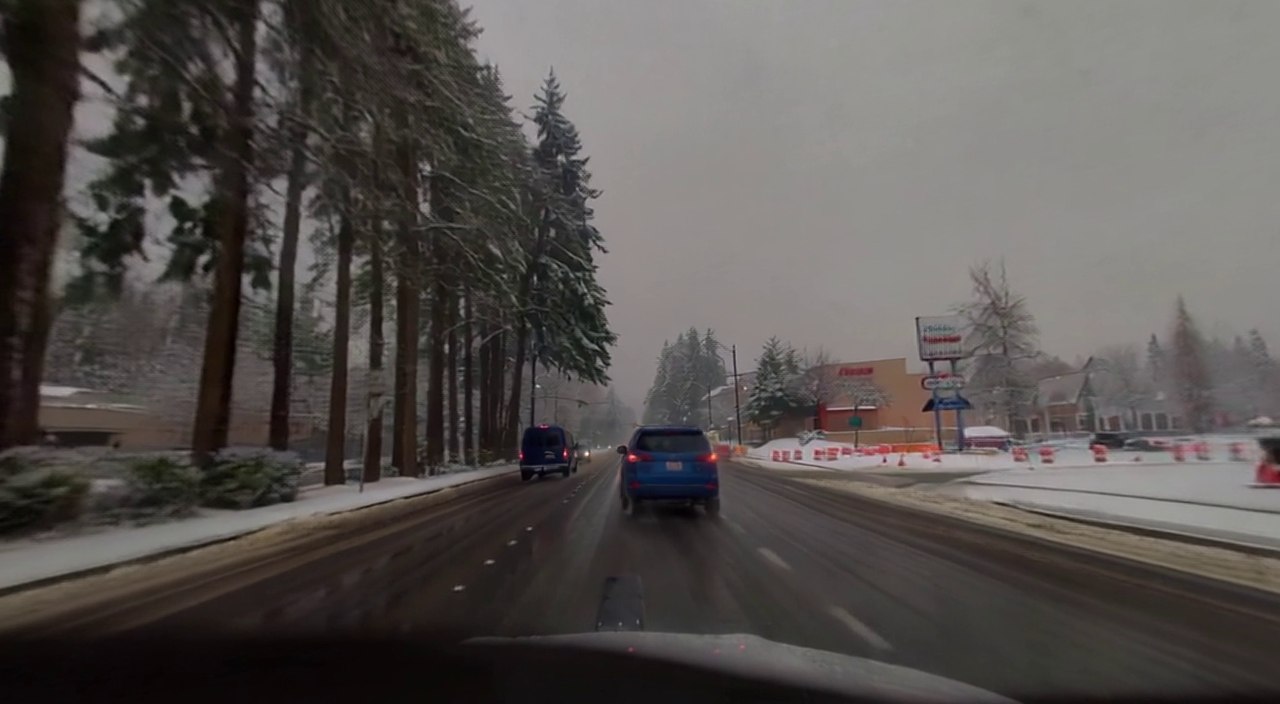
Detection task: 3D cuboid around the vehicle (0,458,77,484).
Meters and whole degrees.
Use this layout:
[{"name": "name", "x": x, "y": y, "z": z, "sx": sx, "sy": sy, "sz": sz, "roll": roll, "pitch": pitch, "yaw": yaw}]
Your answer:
[{"name": "vehicle", "x": -38.314, "y": 7.524, "z": 40.144, "sx": 1.821, "sy": 1.463, "sz": 4.434, "roll": 2, "pitch": -9, "yaw": -15}]

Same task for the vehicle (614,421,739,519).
[{"name": "vehicle", "x": 0.566, "y": 2.424, "z": 13.433, "sx": 2.168, "sy": 1.725, "sz": 4.192, "roll": 0, "pitch": -8, "yaw": -3}]

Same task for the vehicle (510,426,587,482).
[{"name": "vehicle", "x": -3.605, "y": 4.174, "z": 26.078, "sx": 2.357, "sy": 2.063, "sz": 5.488, "roll": 0, "pitch": -8, "yaw": 0}]
